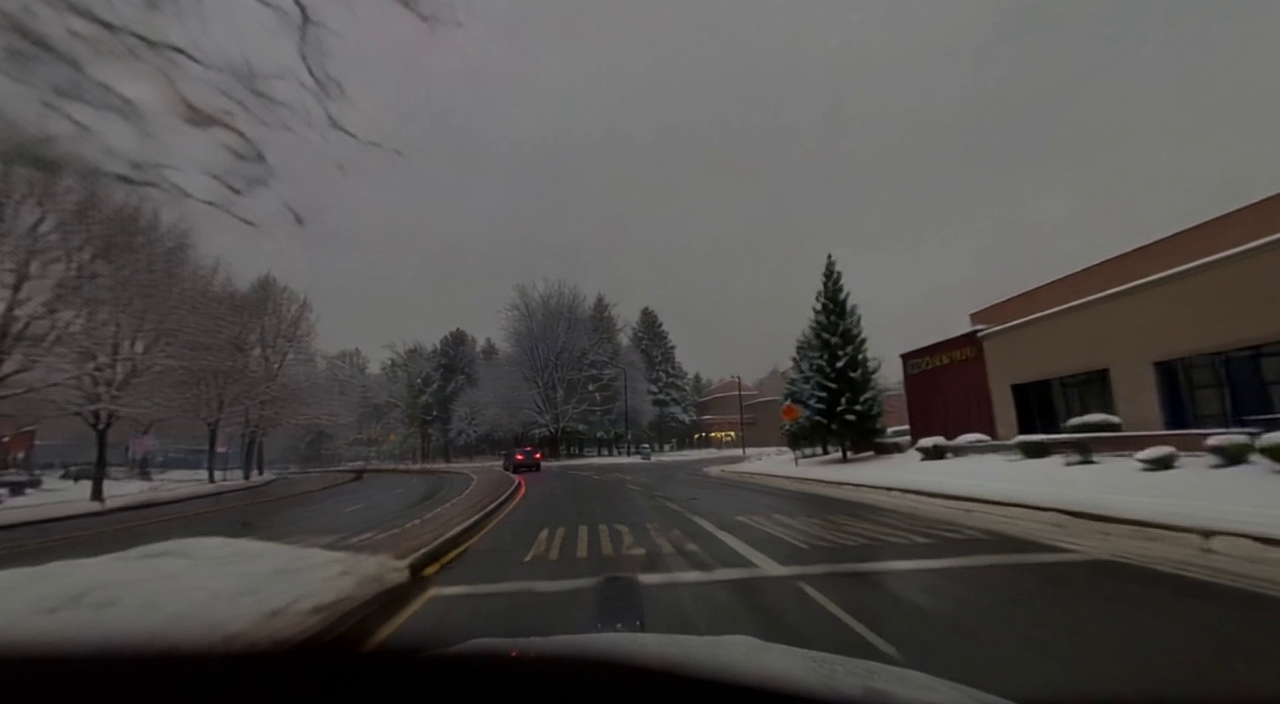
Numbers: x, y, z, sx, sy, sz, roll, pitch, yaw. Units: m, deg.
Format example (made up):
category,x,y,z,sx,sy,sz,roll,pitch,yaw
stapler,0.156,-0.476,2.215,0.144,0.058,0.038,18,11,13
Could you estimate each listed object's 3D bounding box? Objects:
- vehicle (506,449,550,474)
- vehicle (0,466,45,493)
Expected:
category,x,y,z,sx,sy,sz,roll,pitch,yaw
vehicle,-7.421,7.165,41.443,2.018,1.512,4.304,3,-10,-21
vehicle,-48.853,9.831,48.869,1.992,1.906,4.724,3,-10,-21
